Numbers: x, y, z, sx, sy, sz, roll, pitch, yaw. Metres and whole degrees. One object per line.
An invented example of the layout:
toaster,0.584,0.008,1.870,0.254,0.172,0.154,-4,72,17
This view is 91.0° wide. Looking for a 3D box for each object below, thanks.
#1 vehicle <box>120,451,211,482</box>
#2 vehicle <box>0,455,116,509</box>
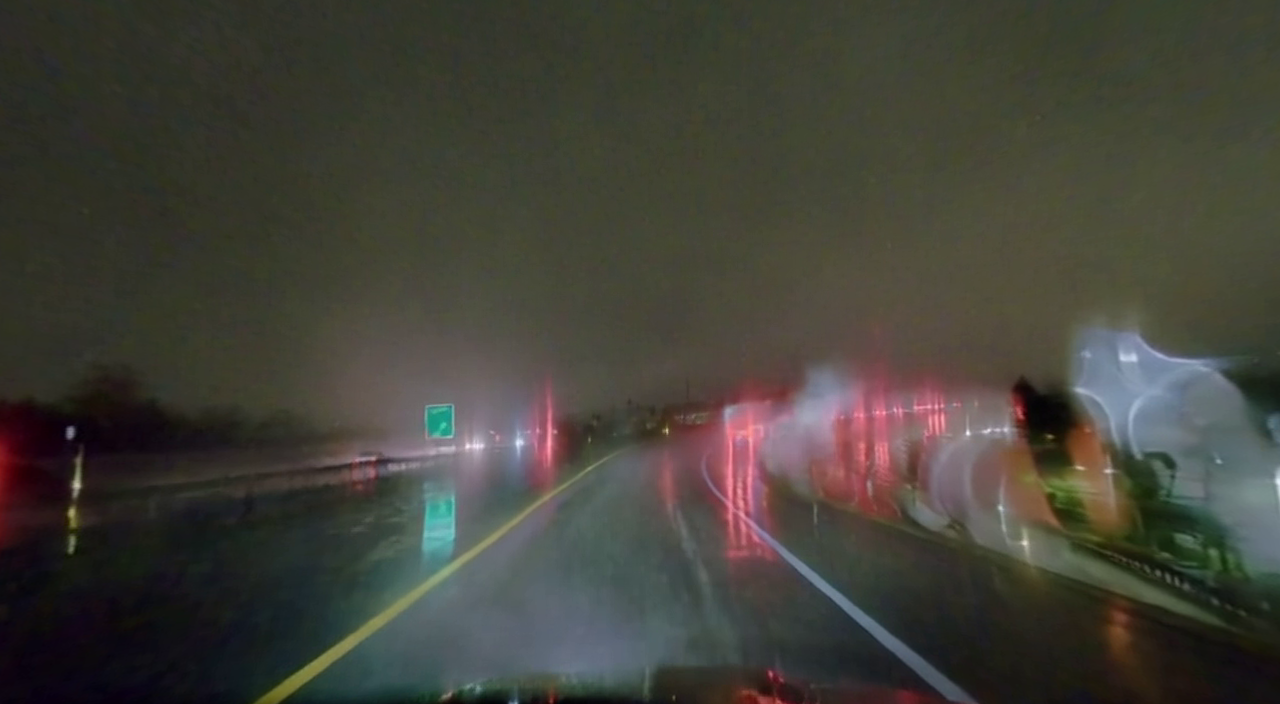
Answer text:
vehicle,-30.018,7.241,40.072,2.209,1.778,5.108,1,-8,-6
vehicle,-20.691,4.320,21.370,2.045,1.513,4.795,1,-8,-6
